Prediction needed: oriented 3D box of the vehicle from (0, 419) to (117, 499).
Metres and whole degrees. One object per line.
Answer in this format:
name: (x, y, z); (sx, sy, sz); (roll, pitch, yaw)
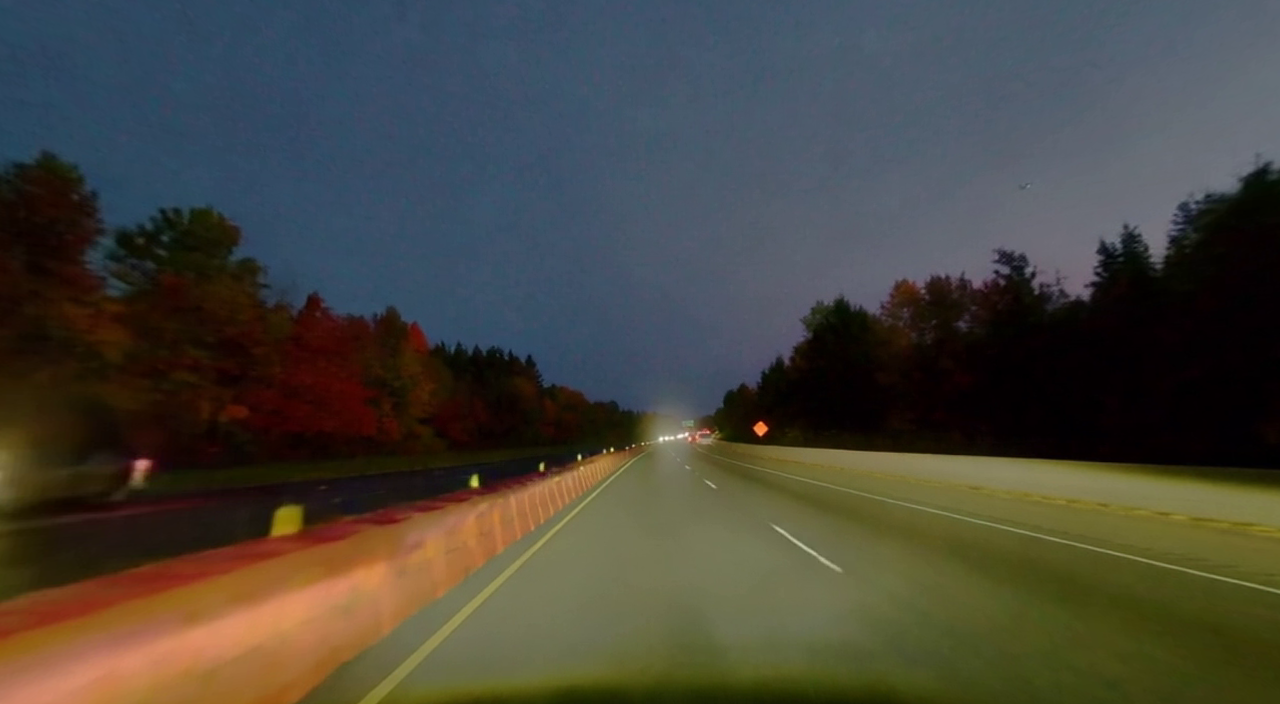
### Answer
vehicle: (-14.906, 2.403, 14.190); (1.984, 1.726, 4.775); (0, -8, 2)
